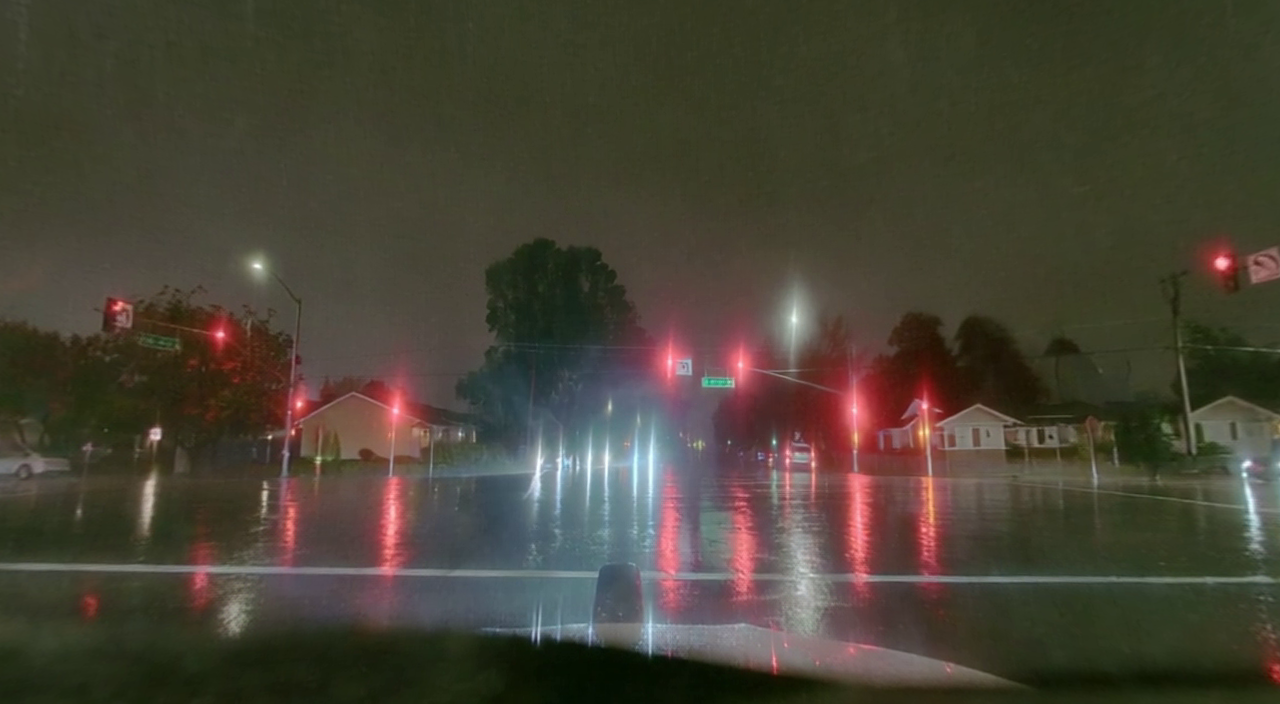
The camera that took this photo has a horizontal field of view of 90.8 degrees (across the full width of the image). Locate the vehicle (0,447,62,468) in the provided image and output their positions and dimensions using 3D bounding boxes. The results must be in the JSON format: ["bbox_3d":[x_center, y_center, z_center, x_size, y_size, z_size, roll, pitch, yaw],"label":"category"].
[{"bbox_3d":[-44.302,7.549,45.307,3.949,1.422,1.744,0,-9,1],"label":"vehicle"}]

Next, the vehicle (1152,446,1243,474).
[{"bbox_3d":[36.767,7.138,41.839,1.853,1.723,4.460,0,-9,0],"label":"vehicle"}]
